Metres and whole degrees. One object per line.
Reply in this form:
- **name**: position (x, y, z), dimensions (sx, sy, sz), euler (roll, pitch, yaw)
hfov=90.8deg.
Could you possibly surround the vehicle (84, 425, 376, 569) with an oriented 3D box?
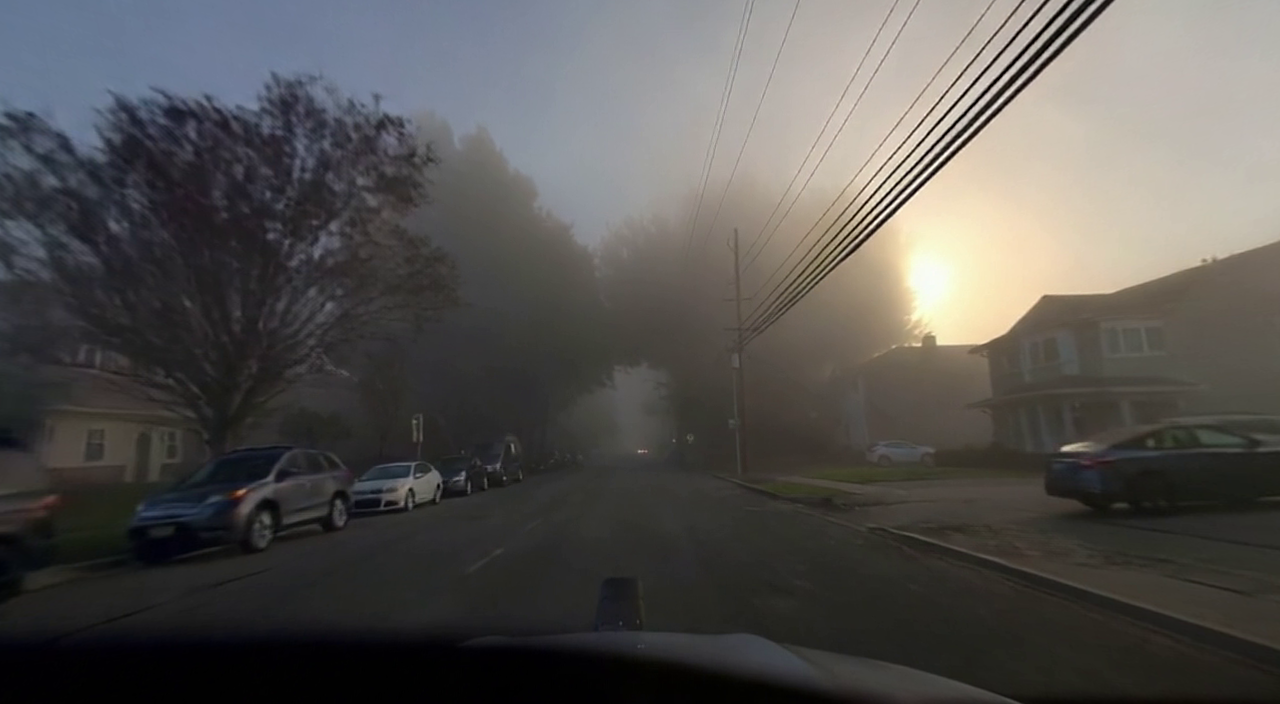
- **vehicle**: position (-6.474, 2.345, 10.846), dimensions (1.941, 1.832, 4.666), euler (-2, -10, -1)

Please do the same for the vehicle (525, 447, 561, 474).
- **vehicle**: position (-6.956, 7.788, 45.692), dimensions (1.963, 1.820, 4.297), euler (0, -9, -1)

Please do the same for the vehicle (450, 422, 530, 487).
- **vehicle**: position (-6.957, 4.873, 30.014), dimensions (2.439, 2.724, 5.647), euler (-1, -10, -1)

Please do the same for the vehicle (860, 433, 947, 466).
- **vehicle**: position (15.834, 5.906, 38.095), dimensions (4.275, 1.645, 1.874), euler (-4, -12, 1)

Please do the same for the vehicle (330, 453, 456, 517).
- **vehicle**: position (-6.560, 3.564, 17.359), dimensions (1.858, 1.476, 4.262), euler (-1, -9, -2)

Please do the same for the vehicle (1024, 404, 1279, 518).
- **vehicle**: position (9.830, 1.858, 10.999), dimensions (4.979, 1.769, 1.943), euler (0, -9, -1)
